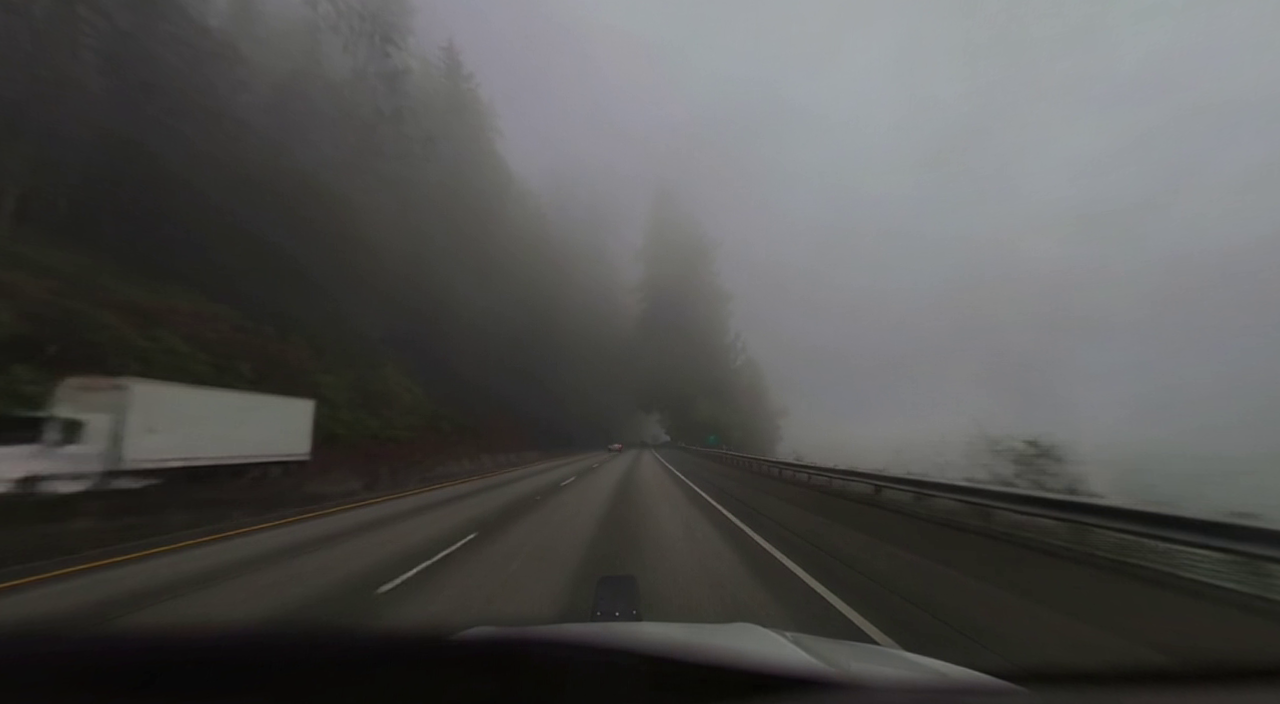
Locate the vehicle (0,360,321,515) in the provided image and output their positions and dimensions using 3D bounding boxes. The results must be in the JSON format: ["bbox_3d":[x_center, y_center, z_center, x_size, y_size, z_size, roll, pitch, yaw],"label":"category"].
[{"bbox_3d":[-17.616,3.339,24.349,3.072,4.202,14.354,0,-8,0],"label":"vehicle"}]
